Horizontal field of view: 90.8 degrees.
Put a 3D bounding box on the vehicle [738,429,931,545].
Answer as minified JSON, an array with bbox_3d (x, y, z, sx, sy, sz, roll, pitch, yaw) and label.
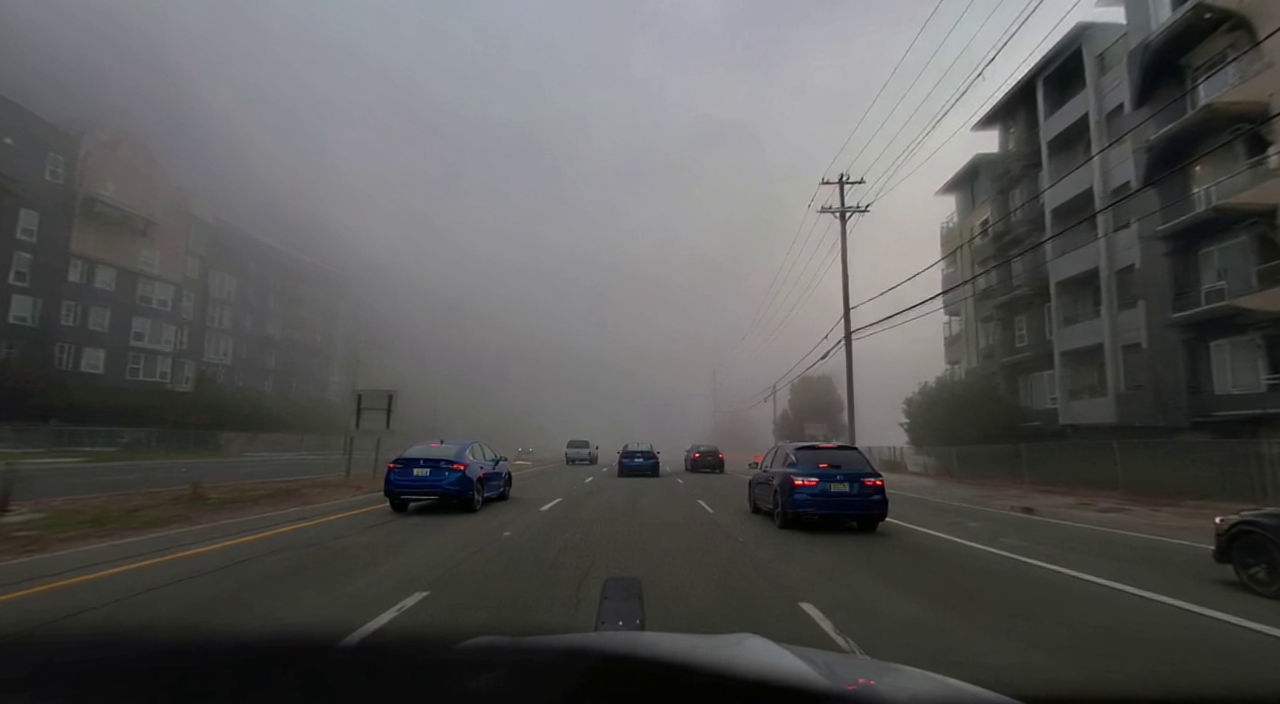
[{"bbox_3d":[3.023,2.177,10.846,1.975,1.598,4.025,0,-8,-1],"label":"vehicle"}]

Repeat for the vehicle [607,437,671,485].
[{"bbox_3d":[-0.020,4.235,24.950,2.291,1.714,4.217,0,-8,0],"label":"vehicle"}]

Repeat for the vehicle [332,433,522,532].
[{"bbox_3d":[-3.625,2.282,11.708,1.968,1.473,4.209,0,-8,1],"label":"vehicle"}]

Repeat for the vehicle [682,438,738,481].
[{"bbox_3d":[3.143,4.900,29.127,2.029,1.797,4.218,0,-8,-1],"label":"vehicle"}]

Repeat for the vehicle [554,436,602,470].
[{"bbox_3d":[-3.445,5.773,36.201,2.190,1.832,4.417,0,-8,1],"label":"vehicle"}]
